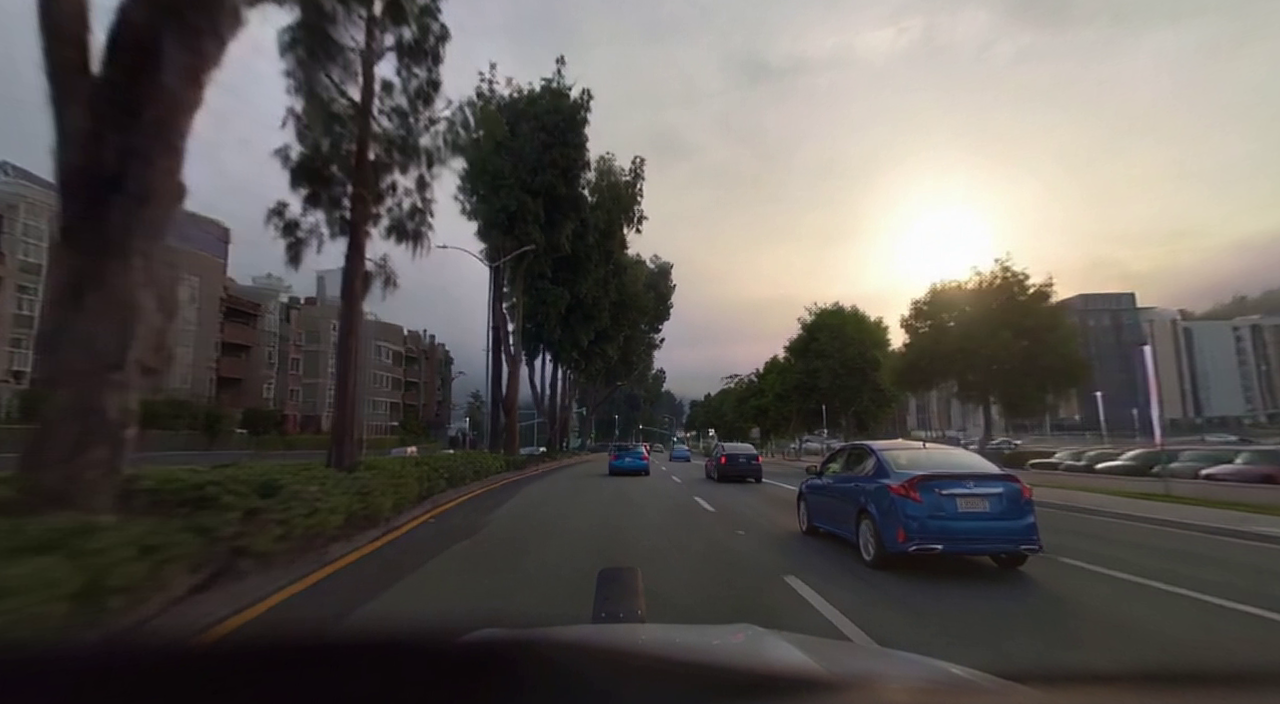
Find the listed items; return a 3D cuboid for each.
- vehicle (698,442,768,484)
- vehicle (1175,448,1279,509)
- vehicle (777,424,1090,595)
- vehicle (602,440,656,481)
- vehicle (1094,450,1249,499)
[{"bbox_3d":[3.415,4.158,23.996,1.908,1.453,4.230,0,-9,-1],"label":"vehicle"},{"bbox_3d":[17.407,3.454,17.683,4.423,1.497,1.965,4,-10,-26],"label":"vehicle"},{"bbox_3d":[3.050,1.696,7.619,1.852,1.498,3.825,0,-9,-1],"label":"vehicle"},{"bbox_3d":[-0.415,4.246,24.993,1.994,1.479,3.647,0,-8,-1],"label":"vehicle"},{"bbox_3d":[17.293,3.922,20.554,4.357,1.411,2.067,4,-9,-25],"label":"vehicle"}]
